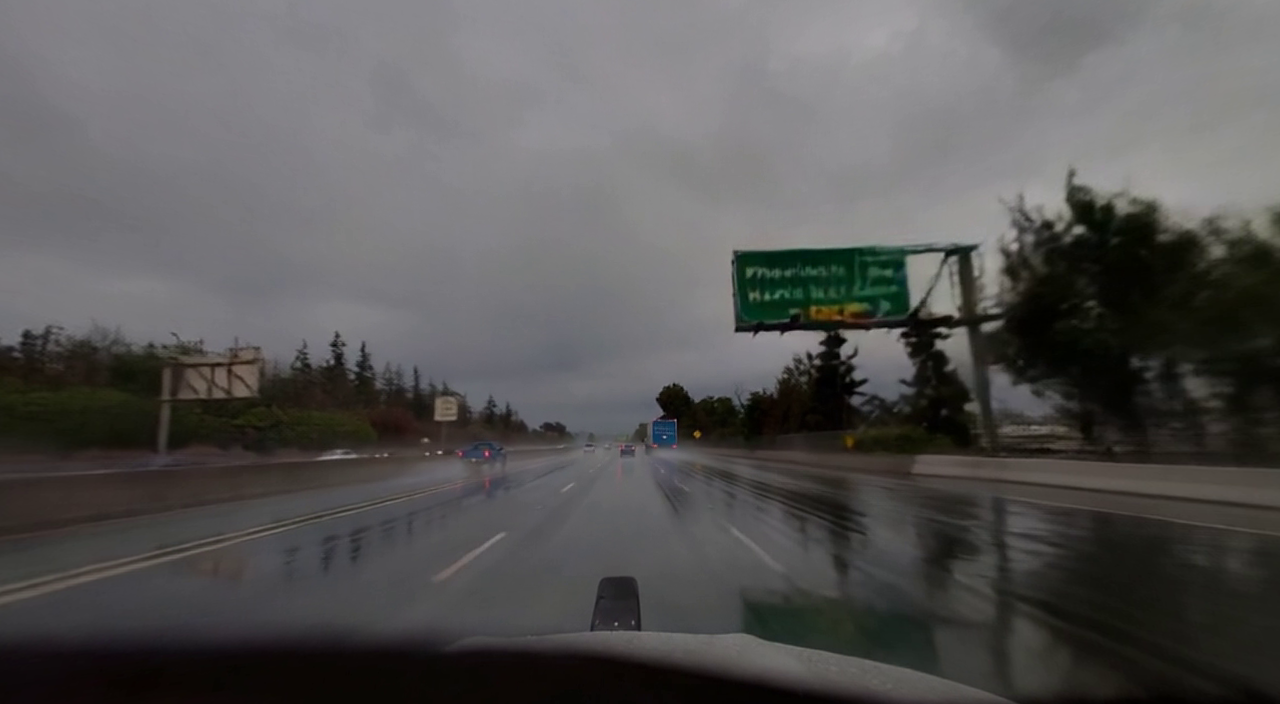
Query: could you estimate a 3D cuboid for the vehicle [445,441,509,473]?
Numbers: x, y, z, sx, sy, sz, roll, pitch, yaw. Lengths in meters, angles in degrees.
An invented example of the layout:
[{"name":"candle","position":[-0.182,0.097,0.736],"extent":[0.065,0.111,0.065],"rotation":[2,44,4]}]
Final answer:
[{"name":"vehicle","position":[-8.104,5.267,31.886],"extent":[2.033,1.494,4.508],"rotation":[0,-8,0]}]
